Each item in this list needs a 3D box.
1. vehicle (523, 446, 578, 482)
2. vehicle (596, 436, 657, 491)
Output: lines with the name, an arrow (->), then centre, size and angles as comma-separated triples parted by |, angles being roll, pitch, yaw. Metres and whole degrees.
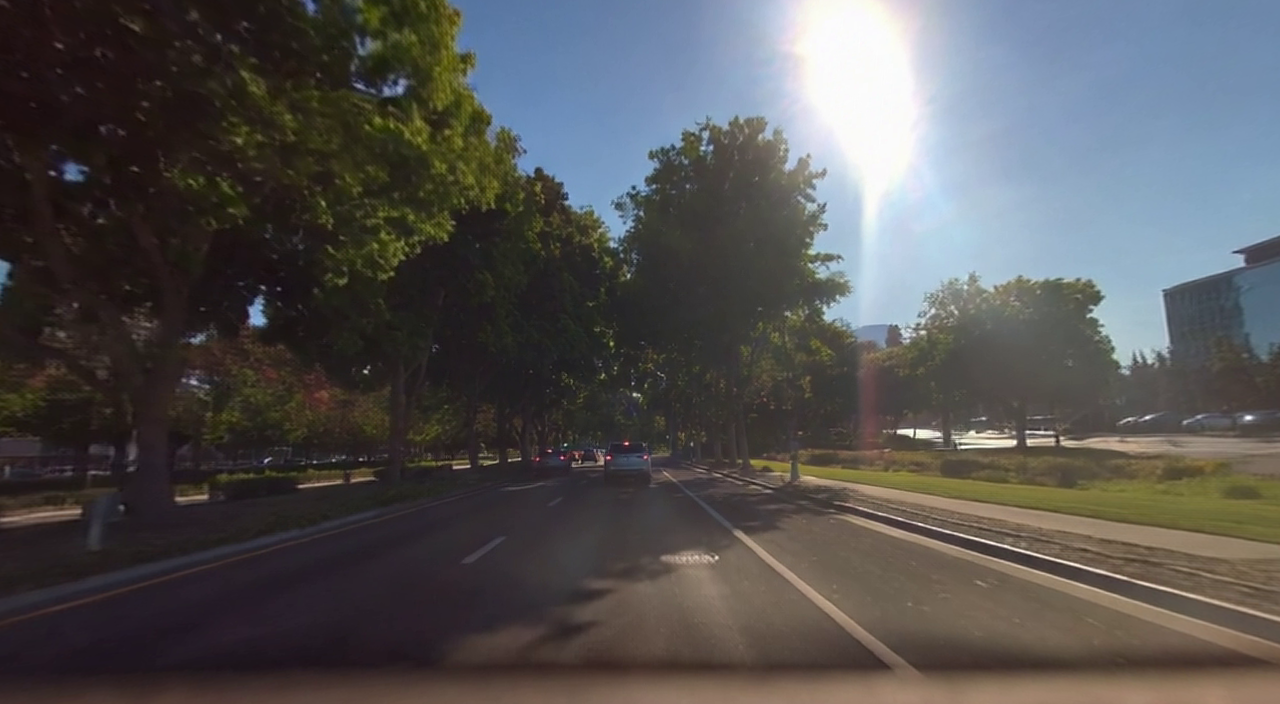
vehicle -> -4.155, 5.248, 29.859 | 1.936, 1.538, 4.016 | 0, -8, 1
vehicle -> -0.459, 3.927, 22.625 | 2.018, 1.769, 3.897 | 0, -8, 0
